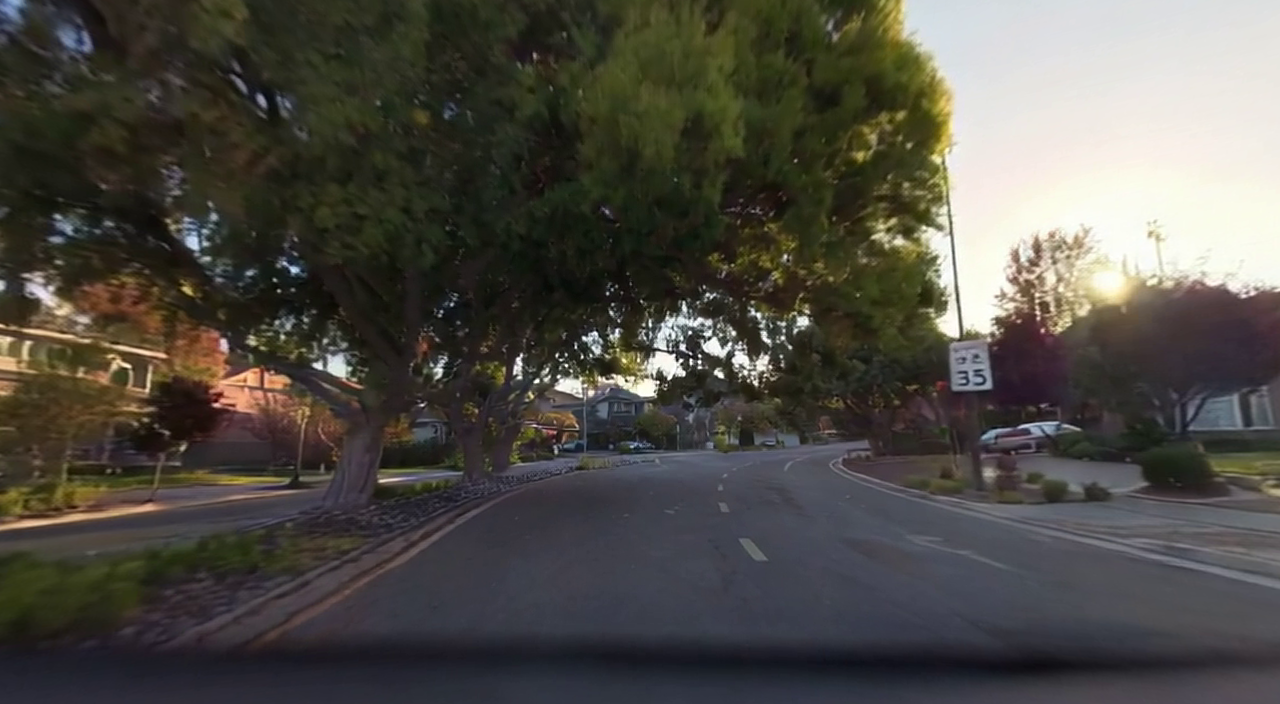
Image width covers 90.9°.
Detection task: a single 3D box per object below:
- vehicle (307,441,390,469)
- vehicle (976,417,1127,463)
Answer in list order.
[{"bbox_3d":[-17.405,6.148,37.727,4.110,1.605,1.968,-2,-9,15],"label":"vehicle"},{"bbox_3d":[16.880,3.670,26.158,4.766,1.789,1.939,-3,-9,17],"label":"vehicle"}]
